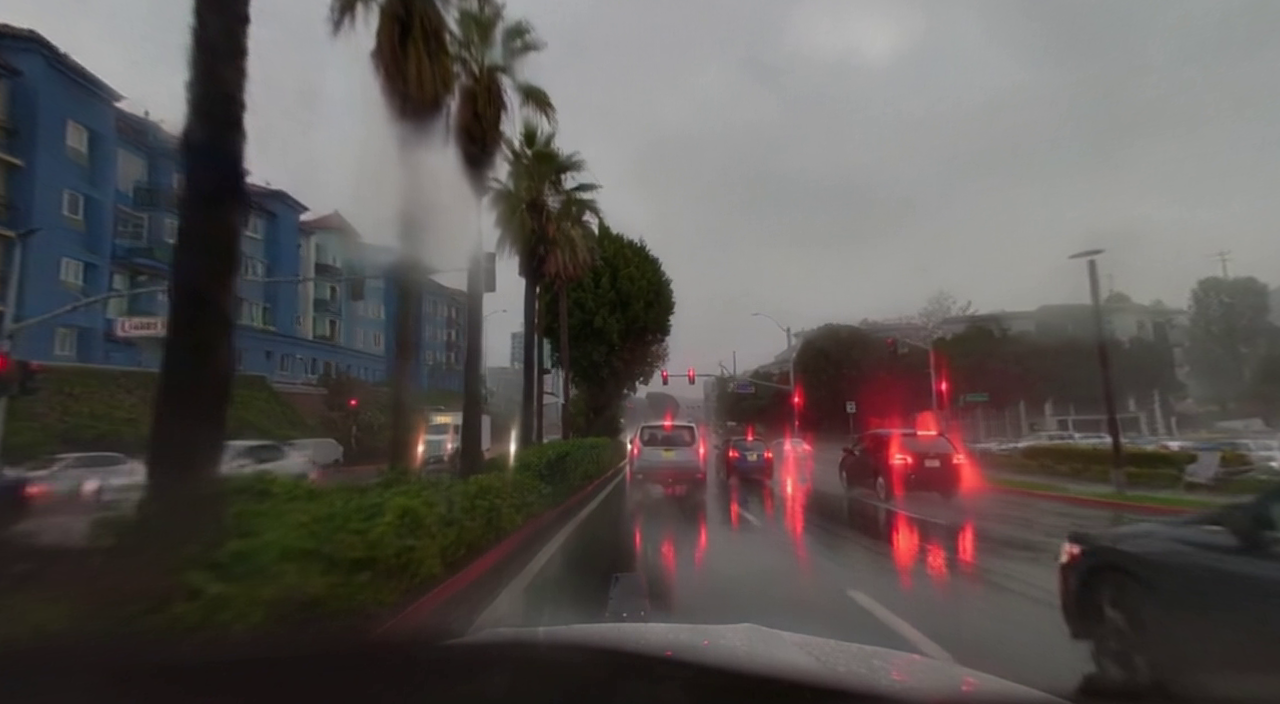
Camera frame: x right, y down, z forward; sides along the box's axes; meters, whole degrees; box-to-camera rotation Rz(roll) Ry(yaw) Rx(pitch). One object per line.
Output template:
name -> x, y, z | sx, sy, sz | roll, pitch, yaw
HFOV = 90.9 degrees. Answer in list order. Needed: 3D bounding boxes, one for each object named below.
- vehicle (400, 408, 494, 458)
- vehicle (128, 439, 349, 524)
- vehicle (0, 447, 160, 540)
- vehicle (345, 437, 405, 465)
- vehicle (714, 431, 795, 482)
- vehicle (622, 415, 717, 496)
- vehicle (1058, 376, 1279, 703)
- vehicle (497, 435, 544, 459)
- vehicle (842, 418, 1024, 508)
vehicle -> -14.506, 6.409, 48.886 | 3.100, 3.378, 11.784 | -1, -9, 2
vehicle -> -8.250, 2.665, 13.531 | 1.937, 1.530, 4.107 | 0, -9, 2
vehicle -> -11.529, 2.534, 11.723 | 2.011, 1.520, 3.902 | 0, -9, 2
vehicle -> -18.042, 6.759, 43.134 | 1.945, 1.738, 4.558 | -1, -9, 2
vehicle -> 4.254, 3.995, 24.325 | 2.283, 1.738, 4.916 | 0, -9, 1
vehicle -> 0.822, 3.143, 19.362 | 2.487, 2.115, 5.444 | 0, -9, 1
vehicle -> 3.805, 0.817, 2.006 | 1.993, 1.645, 4.350 | 0, -9, 1
vehicle -> -7.793, 6.268, 41.577 | 2.101, 1.538, 4.253 | -1, -9, 2
vehicle -> 7.303, 2.852, 16.594 | 2.215, 1.973, 5.323 | 0, -9, 0
